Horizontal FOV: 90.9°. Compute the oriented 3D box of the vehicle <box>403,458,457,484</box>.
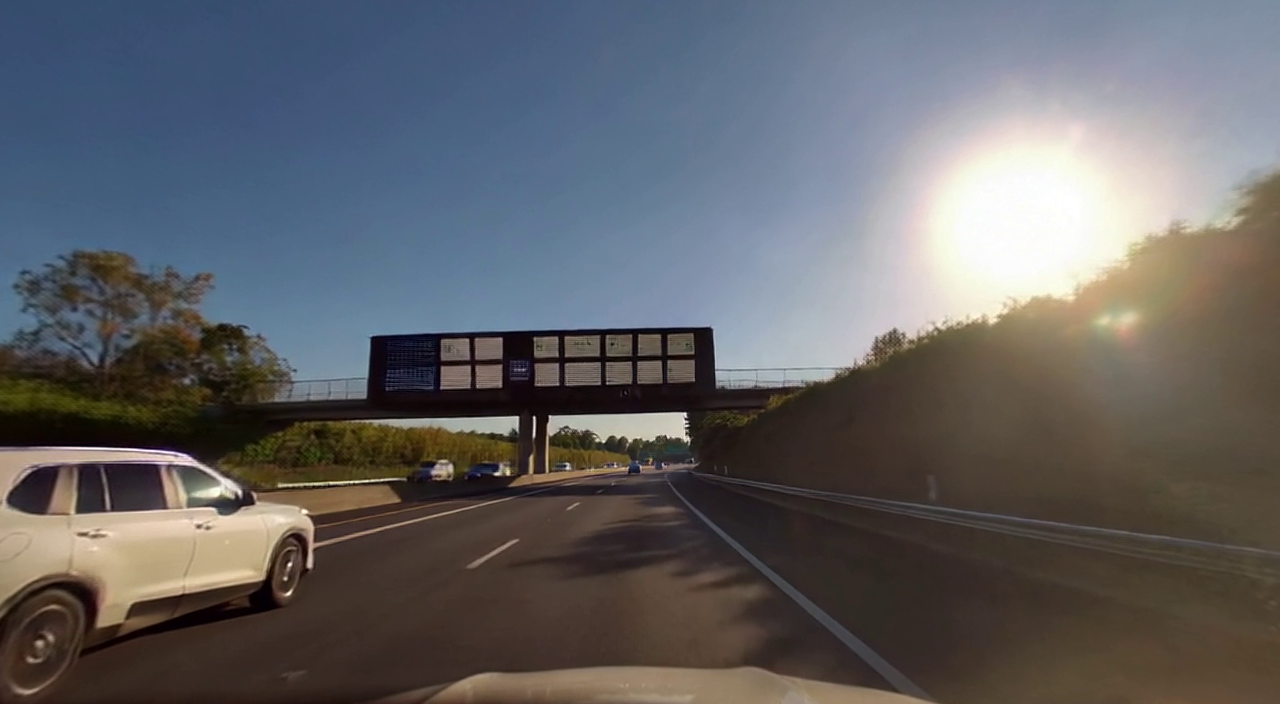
[{"bbox_3d":[-15.086,8.587,45.546,2.022,1.687,4.737,1,-11,3],"label":"vehicle"}]

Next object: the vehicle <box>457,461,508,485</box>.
[{"bbox_3d":[-10.397,8.041,41.843,2.082,1.462,4.201,1,-11,3],"label":"vehicle"}]

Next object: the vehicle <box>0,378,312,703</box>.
[{"bbox_3d":[-4.125,1.040,3.393,2.141,1.697,4.641,1,-11,0],"label":"vehicle"}]
